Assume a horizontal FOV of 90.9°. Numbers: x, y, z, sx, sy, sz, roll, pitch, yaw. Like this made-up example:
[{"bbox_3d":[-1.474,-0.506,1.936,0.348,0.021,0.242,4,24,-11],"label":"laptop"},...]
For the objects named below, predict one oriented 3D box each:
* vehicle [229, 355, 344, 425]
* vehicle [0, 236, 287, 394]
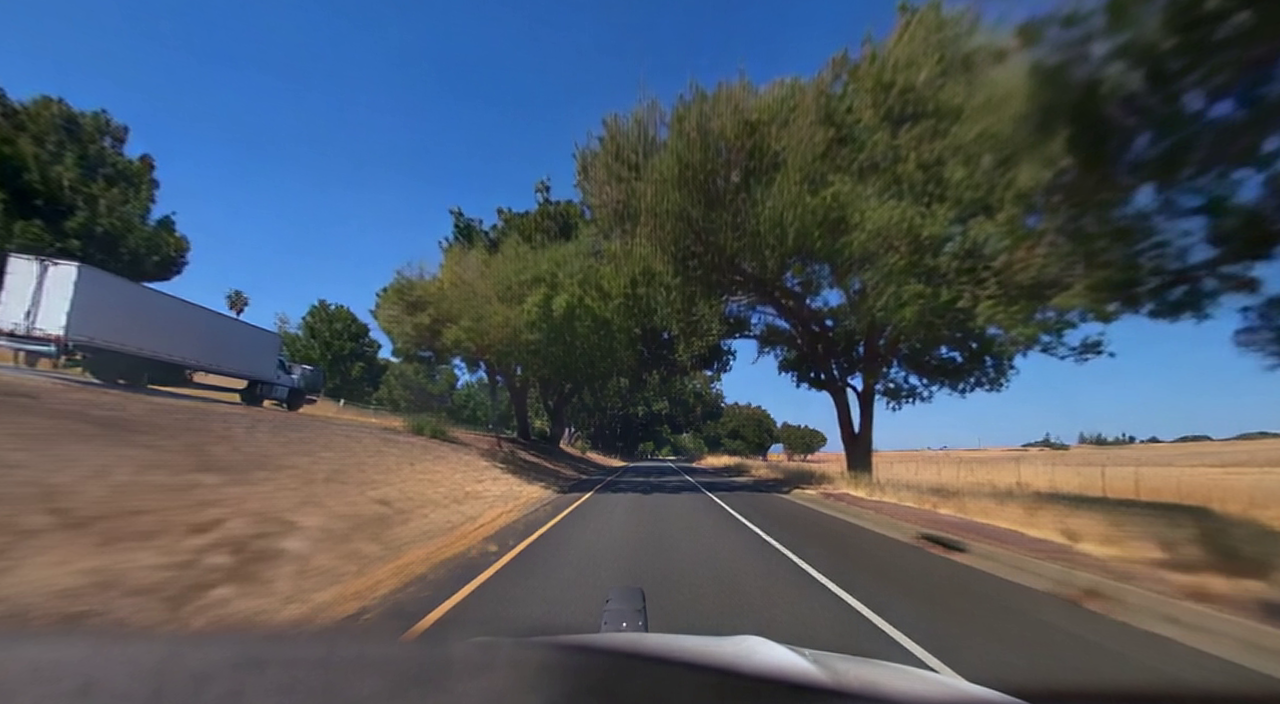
[{"bbox_3d":[-24.262,2.678,44.032,3.022,4.324,8.607,-1,-4,1],"label":"vehicle"},{"bbox_3d":[-25.516,-0.992,33.466,3.314,4.163,16.558,-1,-12,3],"label":"vehicle"}]
